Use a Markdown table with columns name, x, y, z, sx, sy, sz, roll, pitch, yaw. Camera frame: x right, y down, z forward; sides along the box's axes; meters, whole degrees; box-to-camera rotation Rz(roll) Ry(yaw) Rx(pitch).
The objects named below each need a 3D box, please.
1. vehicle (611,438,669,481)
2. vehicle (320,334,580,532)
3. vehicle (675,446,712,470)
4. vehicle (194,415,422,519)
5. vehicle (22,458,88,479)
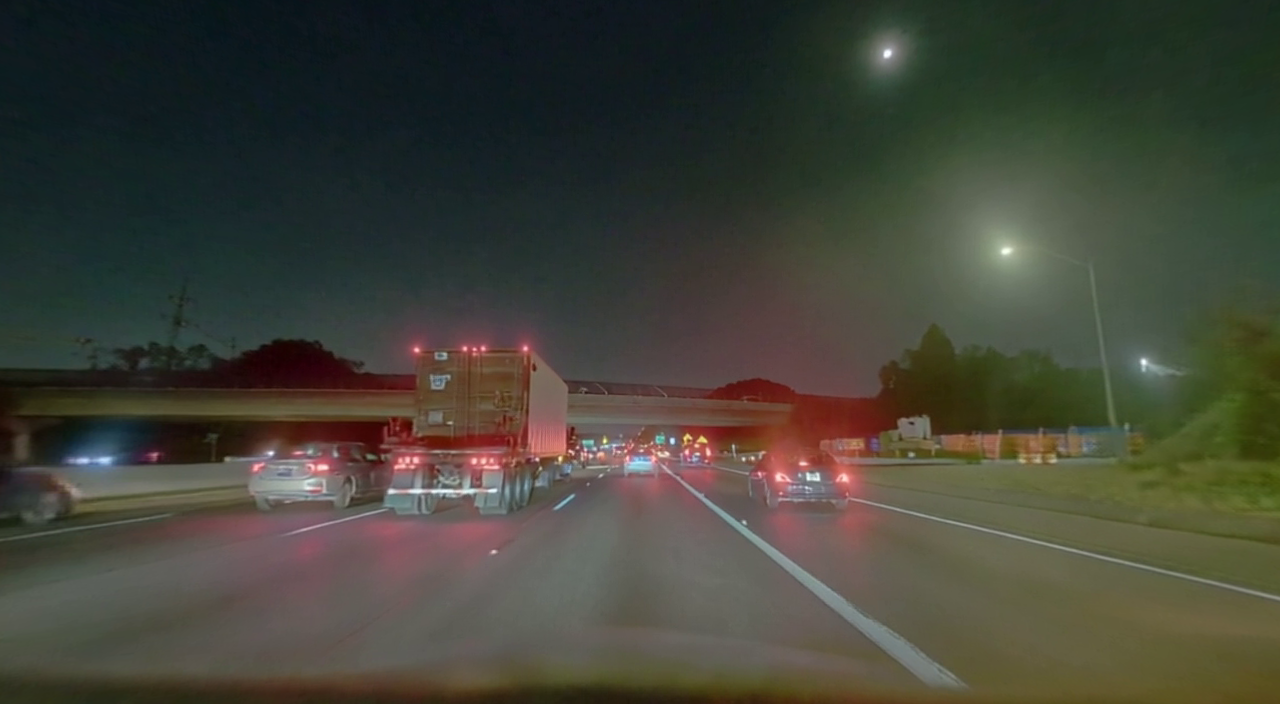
| name | x | y | z | sx | sy | sz | roll | pitch | yaw |
| --- | --- | --- | --- | --- | --- | --- | --- | --- | --- |
| vehicle | -0.043 | 4.586 | 27.148 | 2.270 | 1.696 | 4.061 | 0 | -8 | -1 |
| vehicle | -3.634 | 2.106 | 15.976 | 3.075 | 3.276 | 11.073 | 0 | -8 | 0 |
| vehicle | 3.470 | 6.941 | 41.625 | 2.003 | 1.465 | 4.092 | 0 | -8 | -2 |
| vehicle | -7.511 | 2.676 | 15.331 | 2.309 | 2.007 | 5.974 | 0 | -8 | 0 |
| vehicle | -42.687 | 8.483 | 46.095 | 1.511 | 1.369 | 3.437 | 0 | -8 | 1 |
